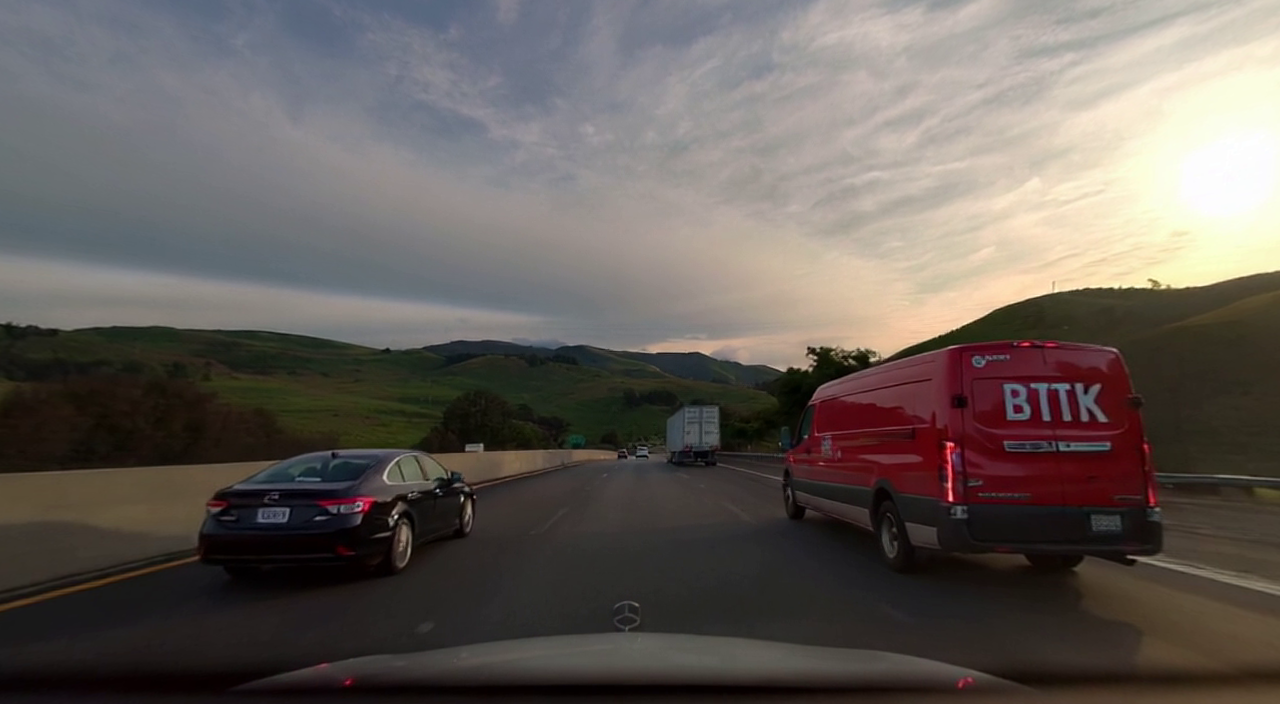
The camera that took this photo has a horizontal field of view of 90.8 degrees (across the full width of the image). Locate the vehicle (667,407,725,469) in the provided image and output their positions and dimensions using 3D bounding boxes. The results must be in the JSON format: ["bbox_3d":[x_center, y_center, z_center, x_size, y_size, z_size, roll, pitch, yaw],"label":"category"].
[{"bbox_3d":[3.913,6.573,47.458,2.906,4.011,13.159,0,-9,-1],"label":"vehicle"}]
